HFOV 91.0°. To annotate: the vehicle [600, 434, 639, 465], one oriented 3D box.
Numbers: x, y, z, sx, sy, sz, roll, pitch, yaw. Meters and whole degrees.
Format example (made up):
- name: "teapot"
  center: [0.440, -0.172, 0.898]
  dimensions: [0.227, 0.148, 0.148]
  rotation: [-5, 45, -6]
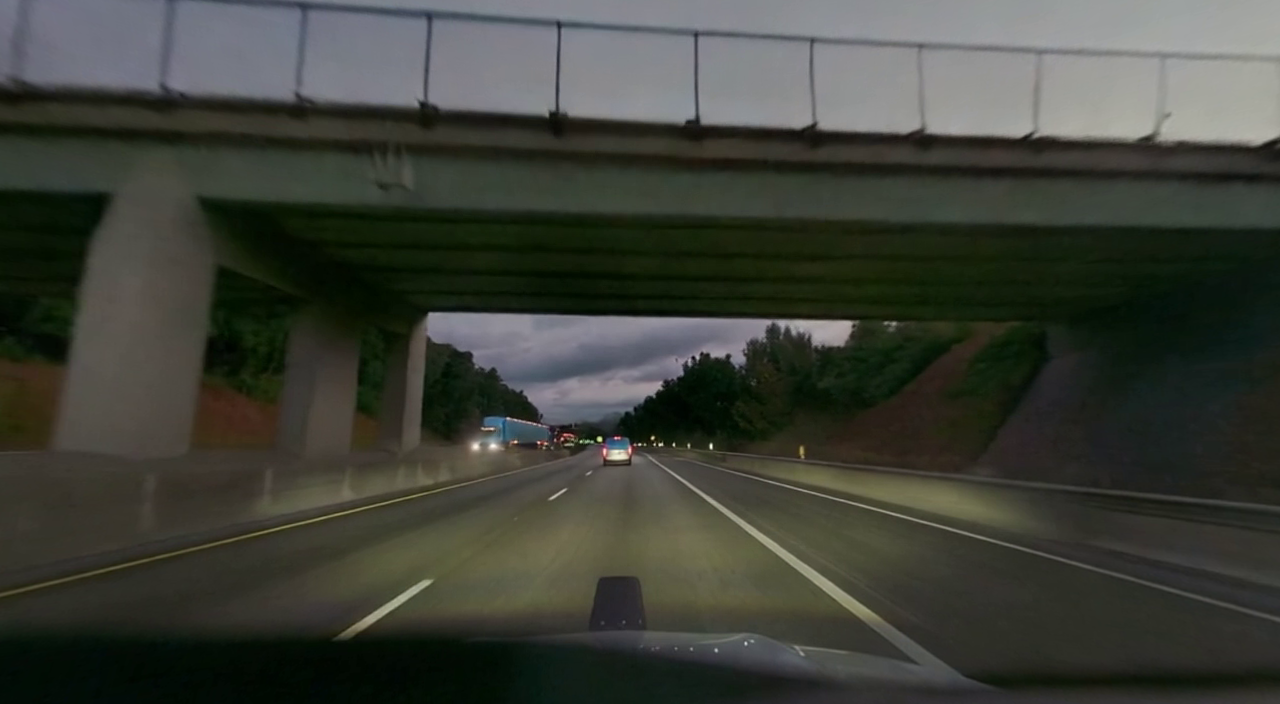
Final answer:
- name: "vehicle"
  center: [-1.367, 6.388, 41.319]
  dimensions: [2.372, 1.891, 5.061]
  rotation: [0, -8, -2]
